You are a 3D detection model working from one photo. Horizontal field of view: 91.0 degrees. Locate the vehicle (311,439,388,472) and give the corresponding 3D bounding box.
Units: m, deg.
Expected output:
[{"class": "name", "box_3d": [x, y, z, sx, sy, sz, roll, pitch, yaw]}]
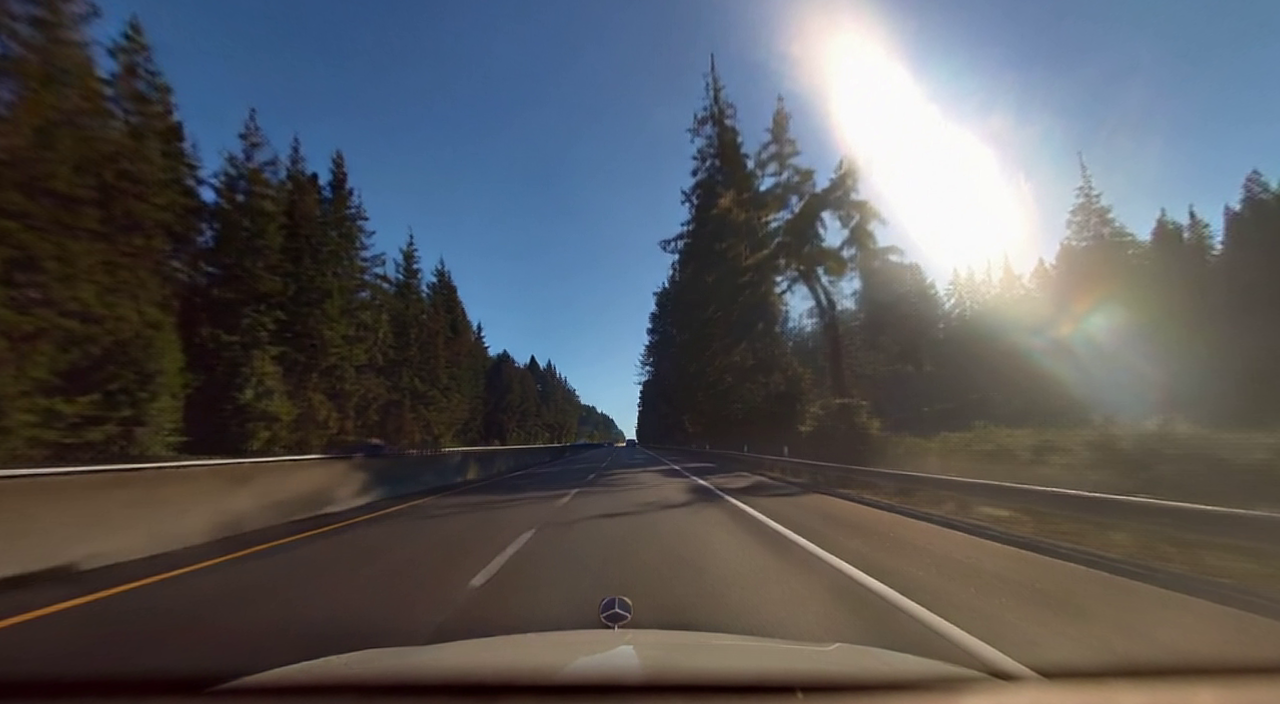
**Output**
[{"class": "vehicle", "box_3d": [-14.130, 5.019, 30.890, 1.885, 1.485, 4.050, 0, -8, -1]}]
